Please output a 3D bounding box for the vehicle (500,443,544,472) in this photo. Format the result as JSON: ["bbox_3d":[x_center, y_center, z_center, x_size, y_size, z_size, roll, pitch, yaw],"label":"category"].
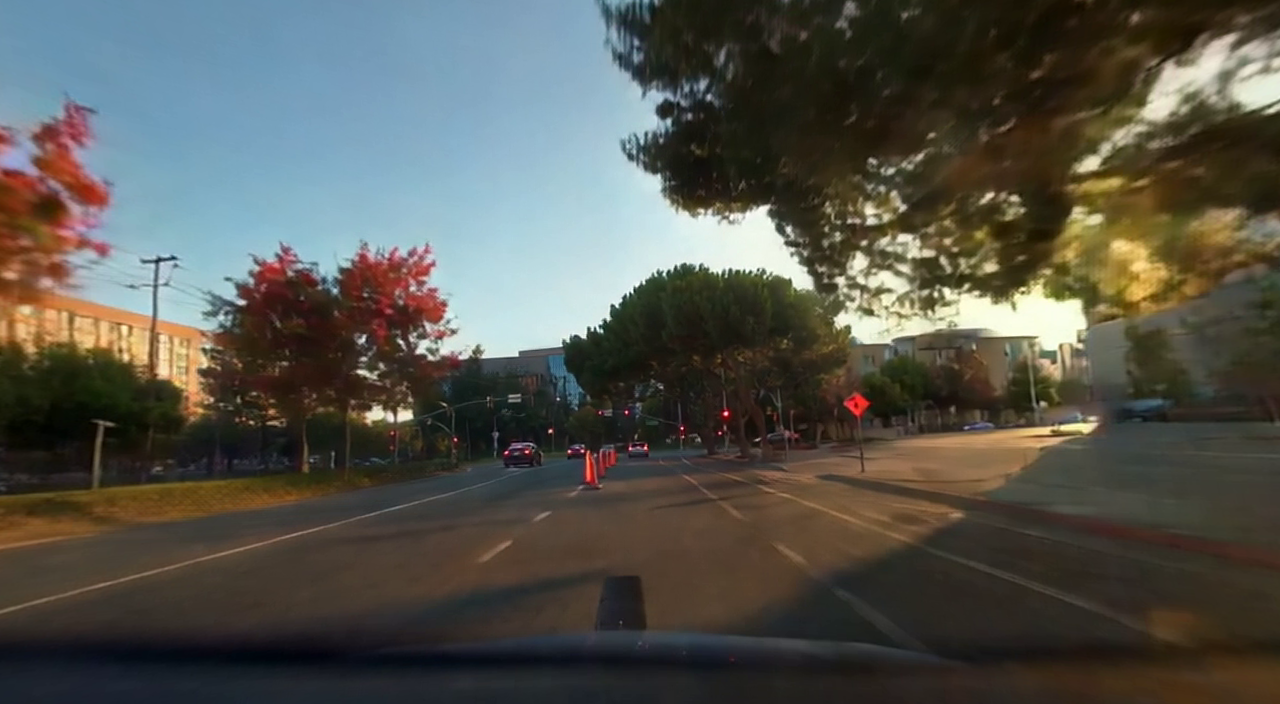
[{"bbox_3d":[-6.811,6.143,36.938,1.869,1.570,4.064,0,-8,-1],"label":"vehicle"}]
